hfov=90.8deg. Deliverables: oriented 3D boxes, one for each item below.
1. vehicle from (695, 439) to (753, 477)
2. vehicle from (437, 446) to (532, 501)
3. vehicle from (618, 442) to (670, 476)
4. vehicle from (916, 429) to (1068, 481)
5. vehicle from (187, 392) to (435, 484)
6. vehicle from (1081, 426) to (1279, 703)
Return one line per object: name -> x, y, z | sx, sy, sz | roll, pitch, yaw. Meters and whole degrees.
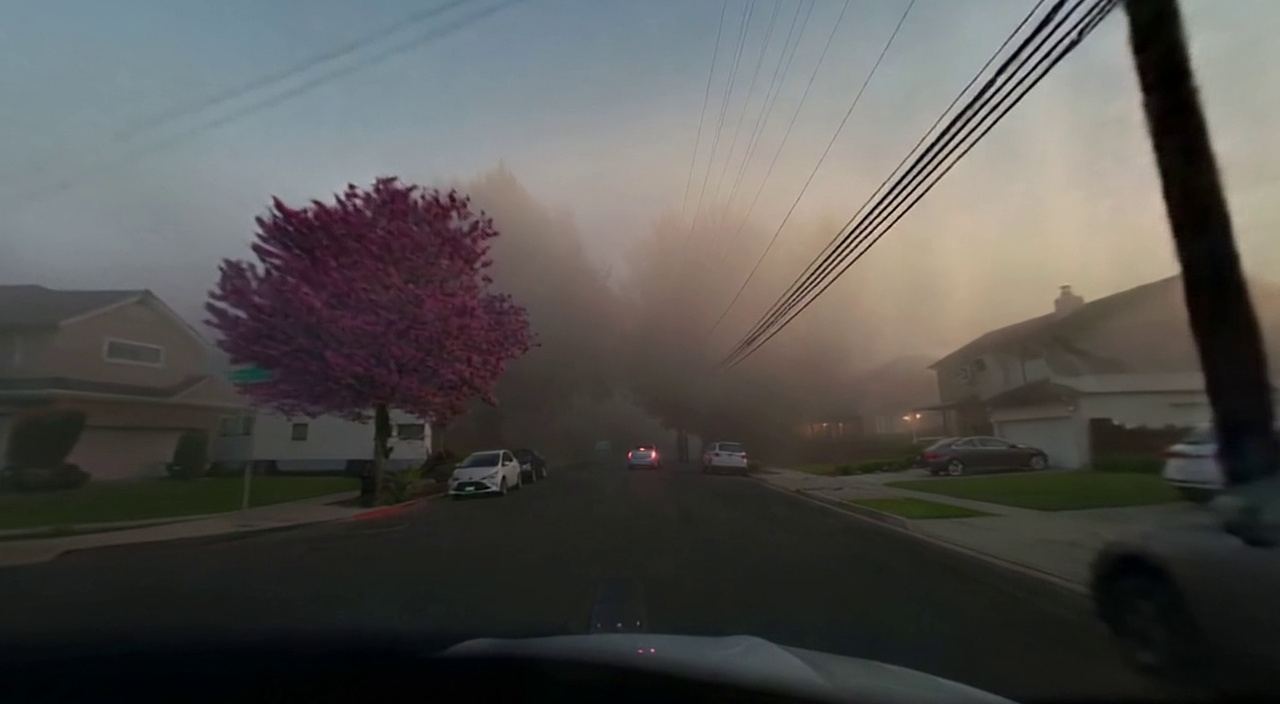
vehicle -> 3.894, 4.999, 30.069 | 2.103, 1.679, 4.386 | 0, -8, -1
vehicle -> -4.826, 3.811, 20.316 | 1.874, 1.413, 4.442 | 0, -7, 0
vehicle -> 0.289, 4.924, 29.388 | 2.075, 1.449, 4.526 | -1, -8, 5
vehicle -> 12.403, 3.647, 22.518 | 4.186, 1.748, 1.992 | 0, -8, 1
vehicle -> -13.001, 3.489, 25.527 | 8.239, 3.354, 2.902 | 1, -9, 1
vehicle -> 4.255, 1.036, 2.425 | 2.058, 1.535, 4.323 | 0, -8, 1
